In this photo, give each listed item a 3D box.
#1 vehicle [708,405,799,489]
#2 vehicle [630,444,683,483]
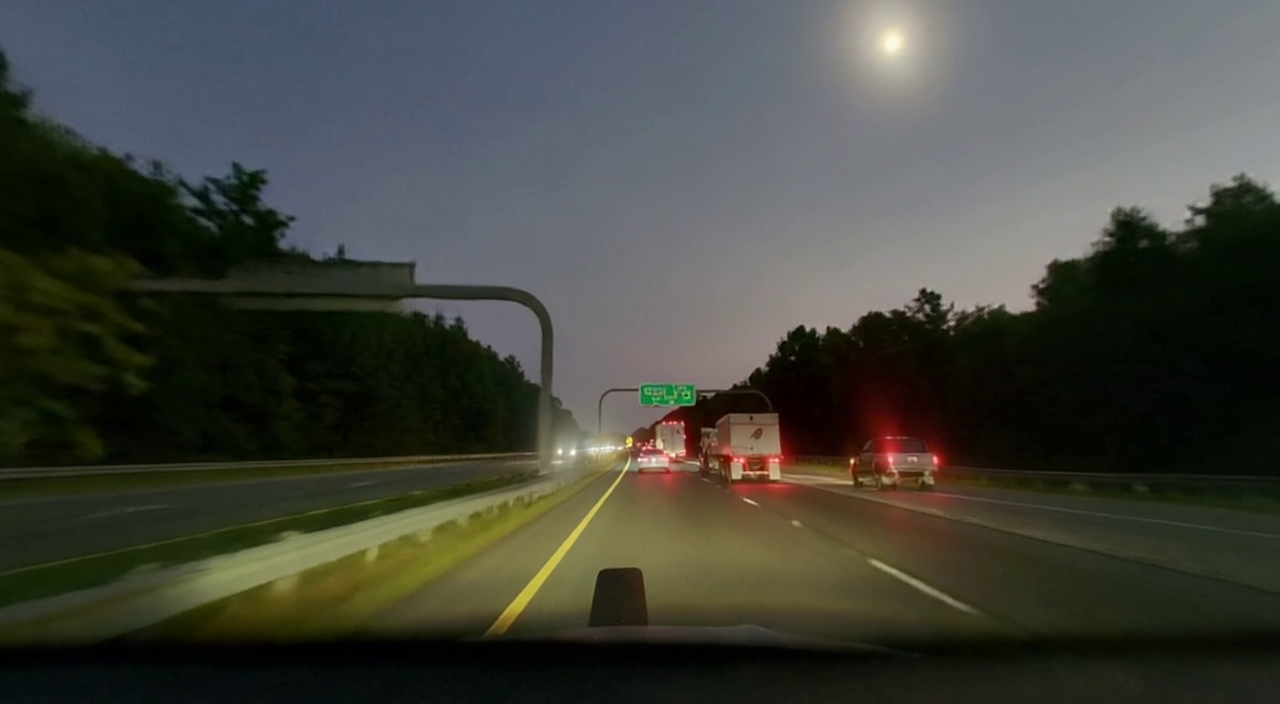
[{"bbox_3d":[4.890,4.303,28.677,2.600,3.282,7.635,0,-9,-1],"label":"vehicle"},{"bbox_3d":[0.629,4.720,26.985,2.069,1.523,4.012,0,-9,-1],"label":"vehicle"}]
